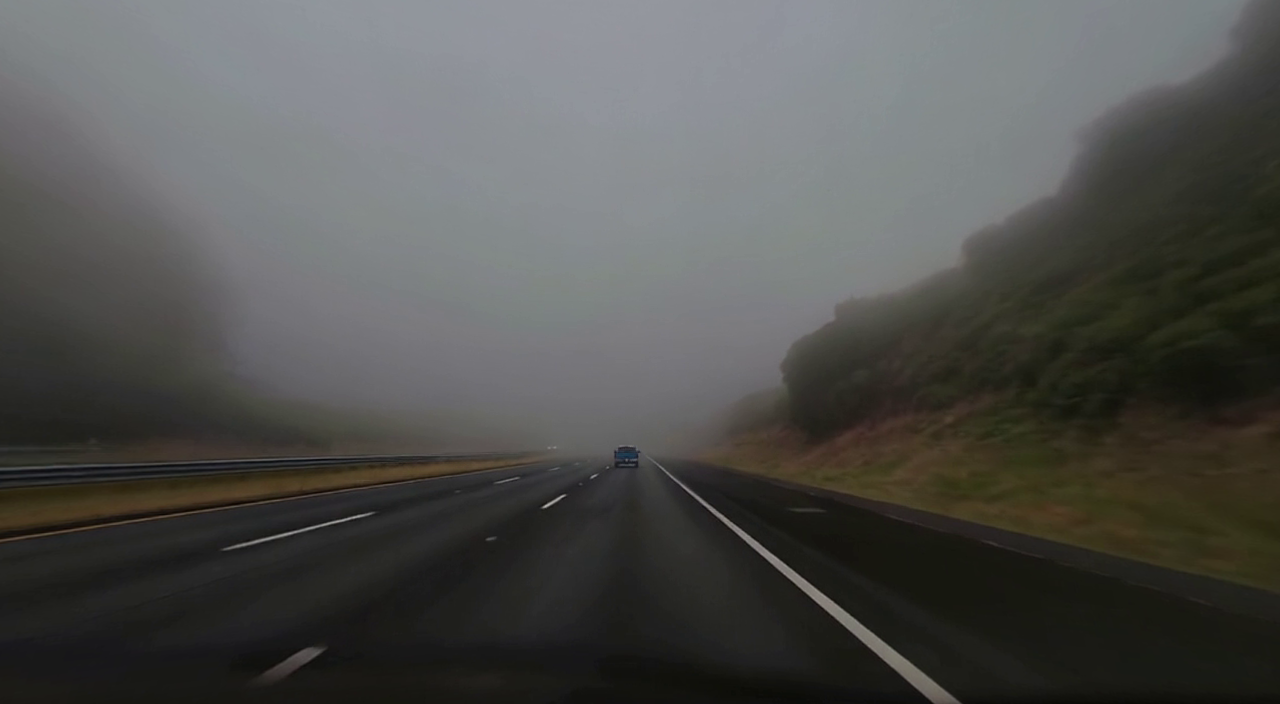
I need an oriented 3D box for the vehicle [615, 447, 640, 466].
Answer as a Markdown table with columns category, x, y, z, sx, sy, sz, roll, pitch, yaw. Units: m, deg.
| category | x | y | z | sx | sy | sz | roll | pitch | yaw |
| --- | --- | --- | --- | --- | --- | --- | --- | --- | --- |
| vehicle | -0.969 | 8.132 | 49.206 | 1.891 | 1.456 | 3.806 | 0 | -9 | 0 |
